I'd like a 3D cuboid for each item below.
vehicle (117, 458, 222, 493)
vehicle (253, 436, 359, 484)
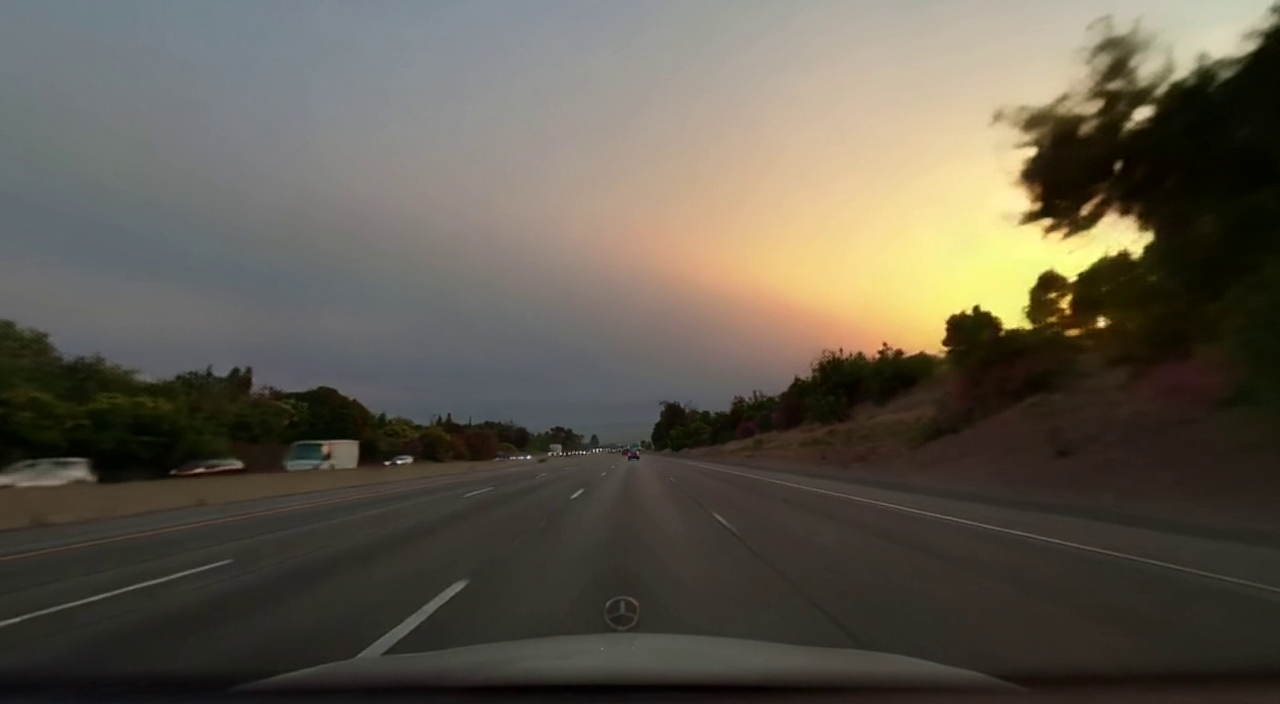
[{"bbox_3d":[-26.275,6.880,35.276,2.016,1.742,5.039,0,-9,-1],"label":"vehicle"},{"bbox_3d":[-18.901,6.142,35.964,2.341,2.454,6.780,0,-9,0],"label":"vehicle"}]
